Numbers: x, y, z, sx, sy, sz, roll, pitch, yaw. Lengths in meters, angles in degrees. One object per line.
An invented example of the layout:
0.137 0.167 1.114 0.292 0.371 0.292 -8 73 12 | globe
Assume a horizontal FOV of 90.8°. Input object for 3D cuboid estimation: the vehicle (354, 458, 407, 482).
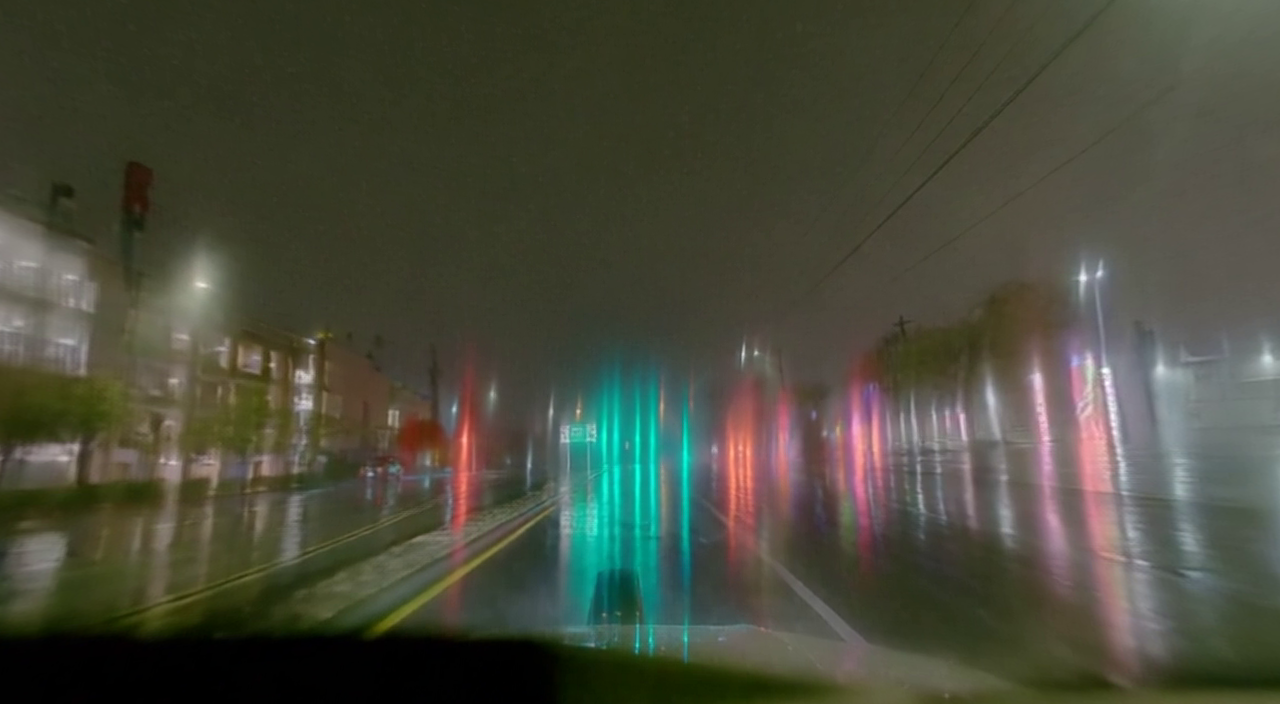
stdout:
-19.059 8.661 46.616 2.010 1.504 4.820 -5 -10 -2 | vehicle
